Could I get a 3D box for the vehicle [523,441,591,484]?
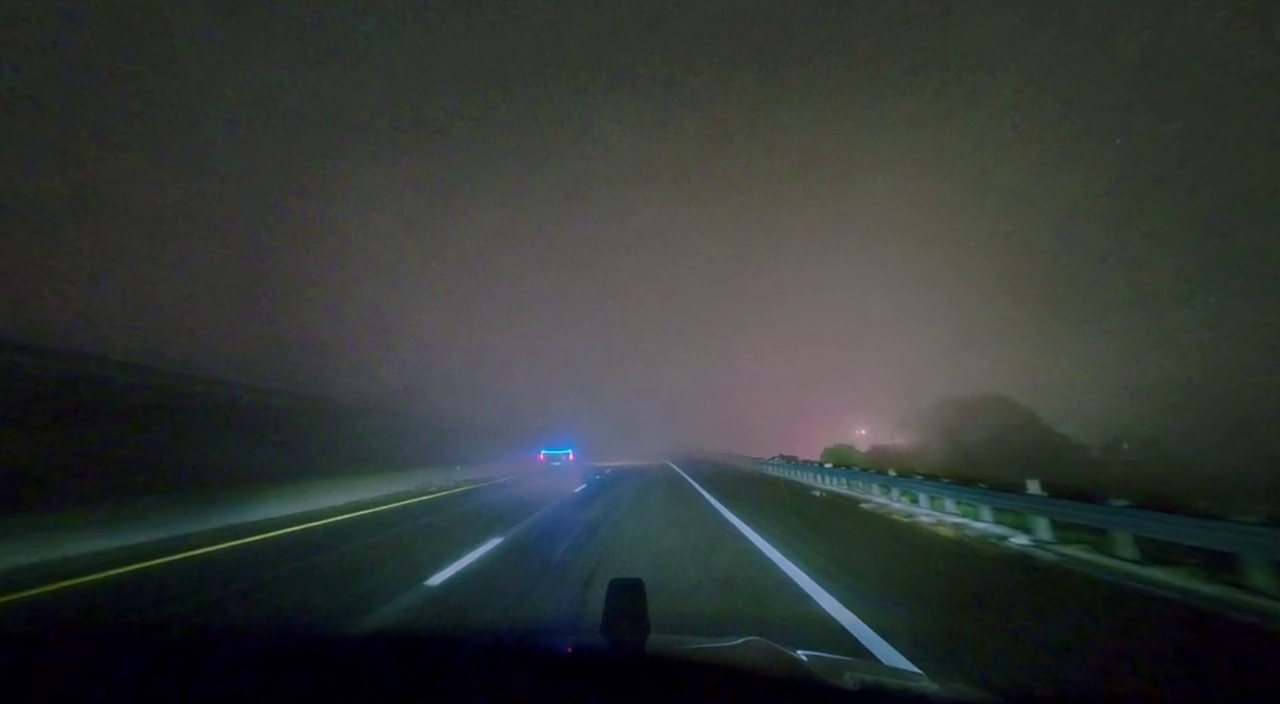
[{"bbox_3d":[-3.151,4.267,24.749,2.050,1.530,4.144,0,-8,1],"label":"vehicle"}]
